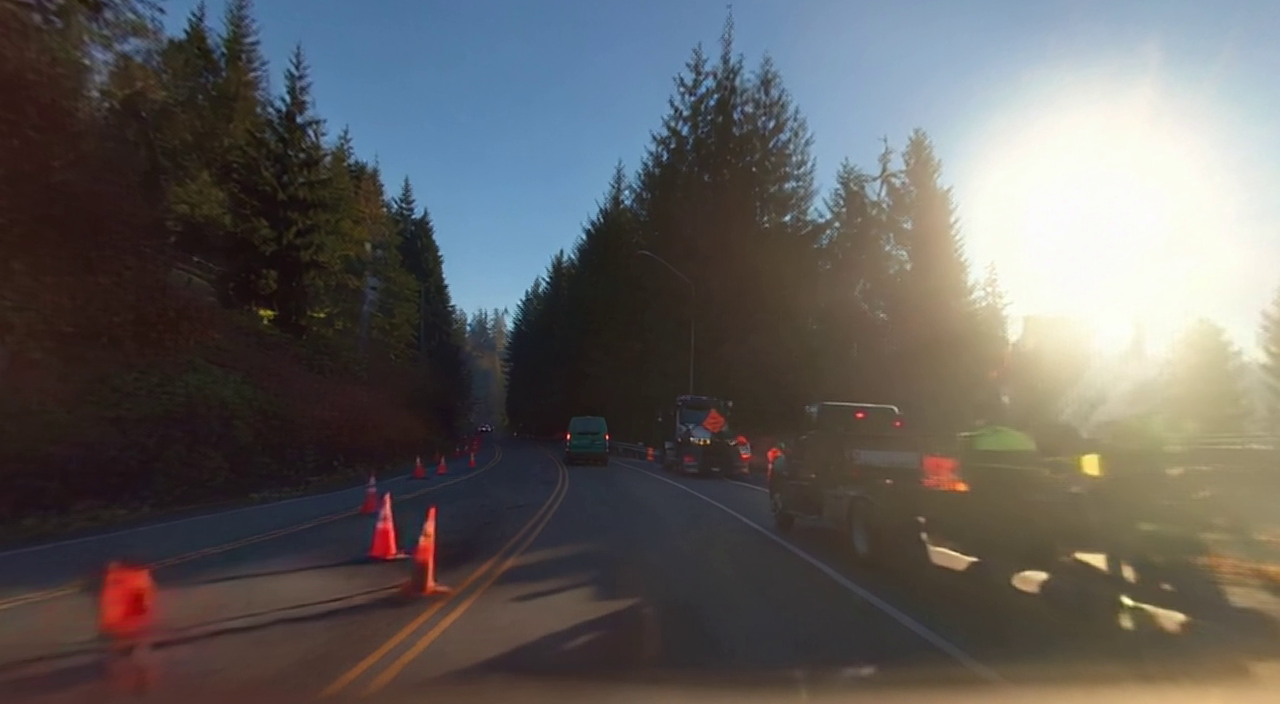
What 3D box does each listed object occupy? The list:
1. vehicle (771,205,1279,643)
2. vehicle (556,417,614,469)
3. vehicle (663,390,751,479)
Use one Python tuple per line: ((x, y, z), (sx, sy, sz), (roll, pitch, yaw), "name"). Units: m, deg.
((4.380, 1.046, 9.040), (3.126, 3.310, 8.534), (0, -8, 0), "vehicle")
((-2.668, 4.262, 29.531), (2.362, 2.223, 4.892), (1, -9, -8), "vehicle")
((2.428, 3.186, 24.180), (2.703, 3.066, 4.047), (1, -8, -3), "vehicle")
